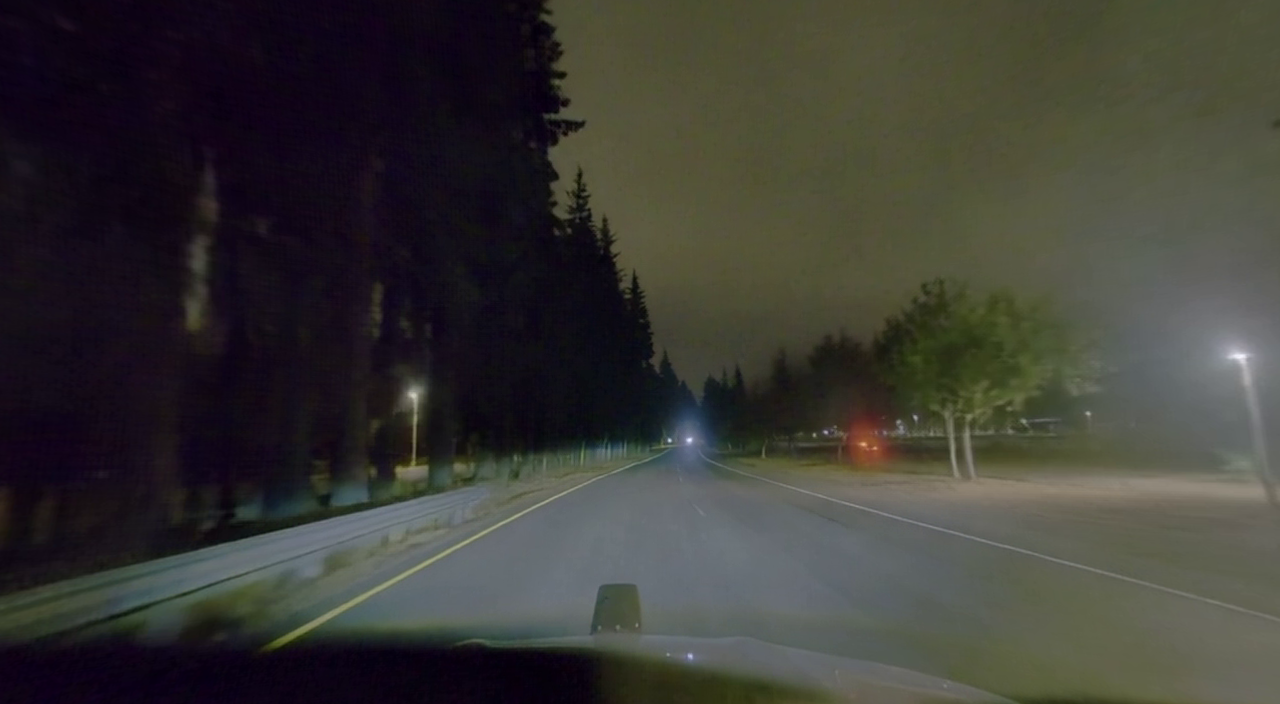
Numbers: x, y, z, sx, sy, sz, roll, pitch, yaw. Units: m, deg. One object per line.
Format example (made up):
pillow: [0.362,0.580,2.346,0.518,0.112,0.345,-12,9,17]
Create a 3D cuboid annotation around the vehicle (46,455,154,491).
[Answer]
vehicle: [-41.327,9.234,48.425,6.659,2.408,2.257,-2,-6,7]
